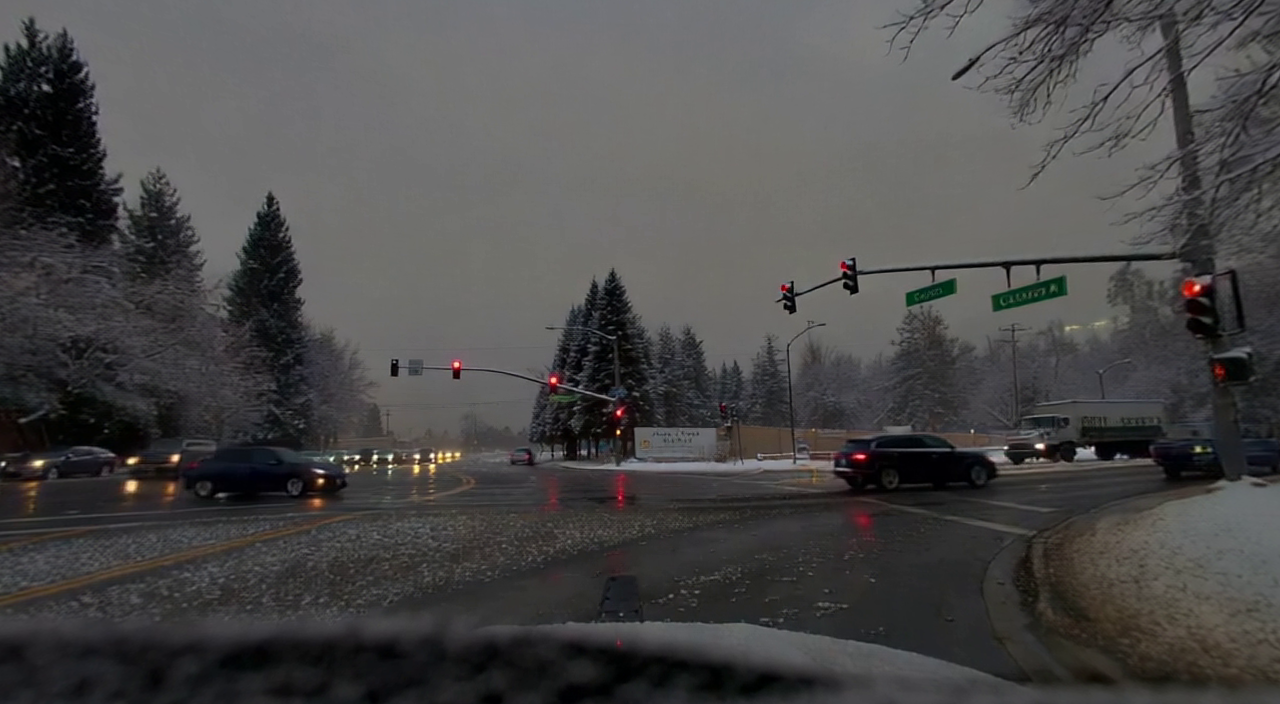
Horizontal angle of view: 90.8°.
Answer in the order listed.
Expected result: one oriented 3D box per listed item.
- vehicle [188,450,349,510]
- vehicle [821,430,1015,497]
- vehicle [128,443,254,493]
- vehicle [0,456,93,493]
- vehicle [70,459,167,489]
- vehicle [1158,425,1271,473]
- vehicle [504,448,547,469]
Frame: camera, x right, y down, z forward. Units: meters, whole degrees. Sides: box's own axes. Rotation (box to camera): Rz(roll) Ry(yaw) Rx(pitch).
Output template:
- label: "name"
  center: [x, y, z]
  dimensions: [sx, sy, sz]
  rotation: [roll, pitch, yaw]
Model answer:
- label: "vehicle"
  center: [-10.527, 3.505, 17.805]
  dimensions: [4.728, 1.471, 1.957]
  rotation: [-6, -10, 34]
- label: "vehicle"
  center: [7.230, 2.889, 16.641]
  dimensions: [4.281, 1.621, 1.903]
  rotation: [1, -9, -12]
- label: "vehicle"
  center: [-19.554, 5.021, 27.961]
  dimensions: [2.358, 1.937, 5.896]
  rotation: [2, -9, -13]
- label: "vehicle"
  center: [-31.191, 6.263, 32.643]
  dimensions: [2.142, 1.723, 4.692]
  rotation: [1, -9, -9]
- label: "vehicle"
  center: [-28.415, 6.623, 34.636]
  dimensions: [1.965, 1.448, 4.553]
  rotation: [1, -9, -9]
- label: "vehicle"
  center: [22.974, 3.856, 25.239]
  dimensions: [4.619, 1.759, 2.101]
  rotation: [5, -10, -33]
- label: "vehicle"
  center: [-8.470, 7.874, 46.997]
  dimensions: [1.989, 1.496, 4.211]
  rotation: [-1, -9, 7]
